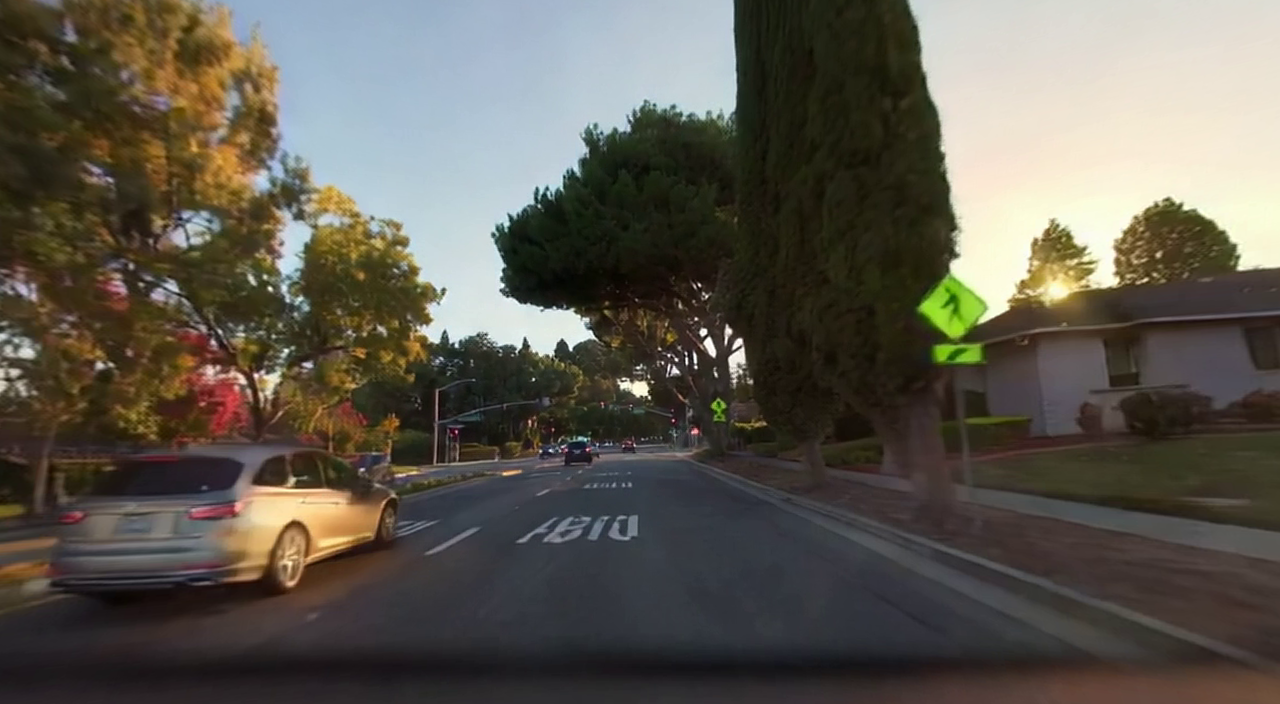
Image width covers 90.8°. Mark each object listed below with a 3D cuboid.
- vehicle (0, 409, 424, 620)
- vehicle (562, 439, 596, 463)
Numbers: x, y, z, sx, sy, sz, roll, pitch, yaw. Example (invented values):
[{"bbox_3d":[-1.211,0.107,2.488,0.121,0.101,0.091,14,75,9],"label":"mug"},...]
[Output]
[{"bbox_3d":[-4.509,1.666,7.543,2.169,1.706,4.638,0,-8,1],"label":"vehicle"},{"bbox_3d":[-4.593,7.538,48.108,2.065,1.714,4.272,0,-8,1],"label":"vehicle"}]
